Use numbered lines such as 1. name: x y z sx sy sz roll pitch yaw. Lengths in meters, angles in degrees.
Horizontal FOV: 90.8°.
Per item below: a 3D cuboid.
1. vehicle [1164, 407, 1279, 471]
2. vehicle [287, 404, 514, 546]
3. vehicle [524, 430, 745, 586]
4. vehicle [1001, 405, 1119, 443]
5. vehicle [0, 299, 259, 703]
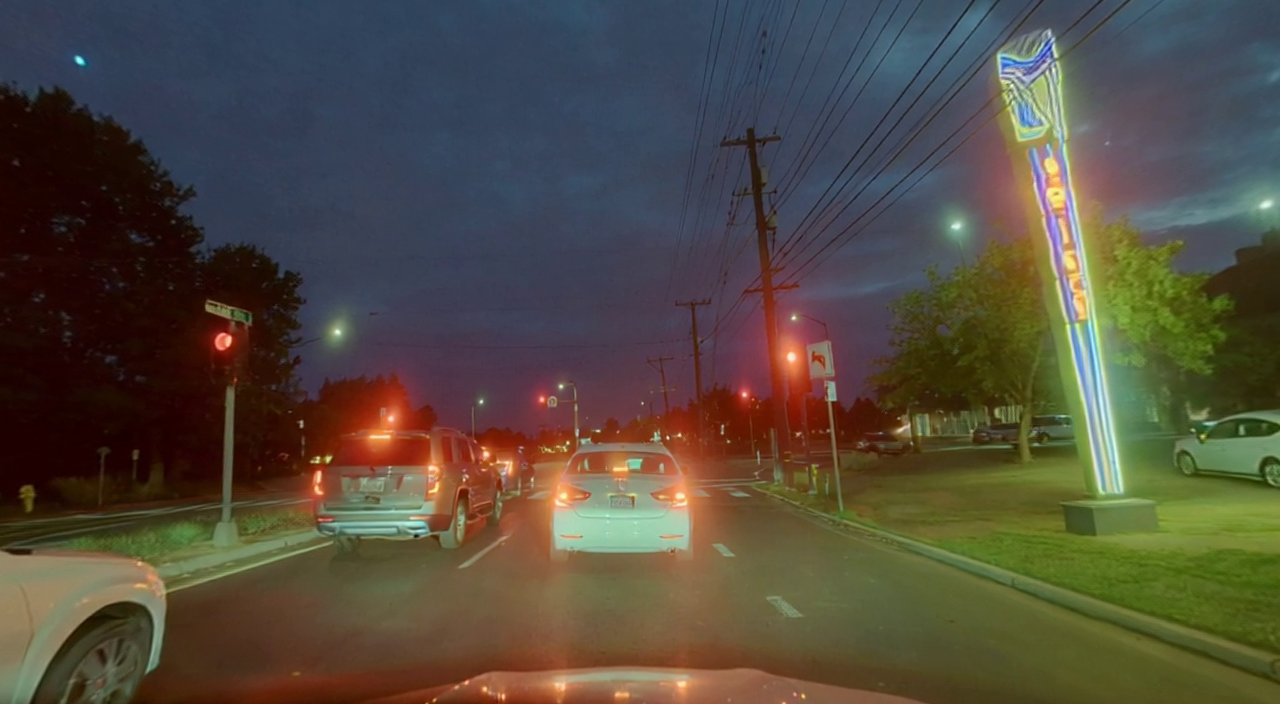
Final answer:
1. vehicle: 17.023 2.544 18.283 1.858 1.622 4.491 -5 -10 28
2. vehicle: -3.849 2.088 11.370 2.147 1.963 4.927 0 -8 0
3. vehicle: -0.098 1.803 8.140 2.121 1.474 3.968 0 -8 -1
4. vehicle: 26.832 4.643 40.508 5.782 2.286 2.223 -1 -9 4
5. vehicle: -3.592 0.630 1.530 2.085 1.943 5.053 0 -8 1
